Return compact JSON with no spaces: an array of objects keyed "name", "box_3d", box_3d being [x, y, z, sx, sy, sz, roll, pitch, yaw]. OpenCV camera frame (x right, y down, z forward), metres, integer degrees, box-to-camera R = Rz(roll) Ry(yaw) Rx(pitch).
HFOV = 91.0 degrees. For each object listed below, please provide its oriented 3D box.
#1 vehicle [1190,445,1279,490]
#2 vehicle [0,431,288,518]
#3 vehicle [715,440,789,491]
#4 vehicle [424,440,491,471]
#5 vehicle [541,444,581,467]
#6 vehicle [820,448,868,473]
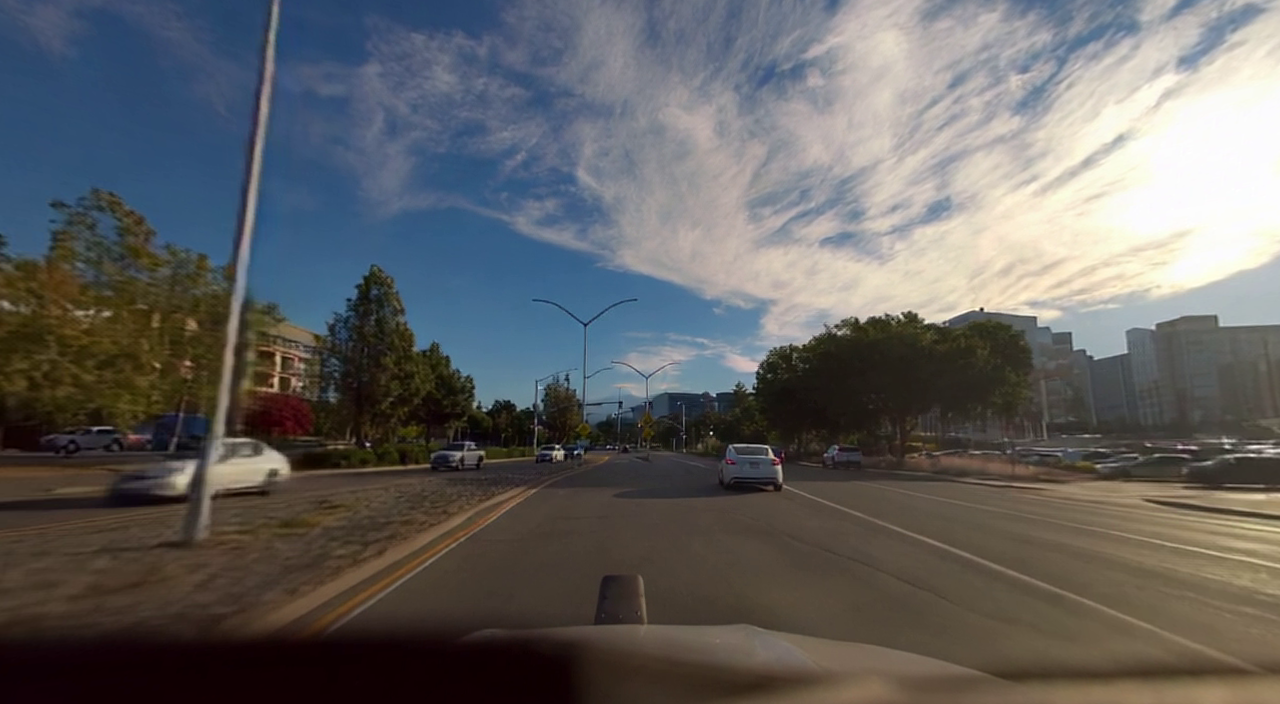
[{"name":"vehicle","box_3d":[27.786,5.165,28.426,4.719,1.851,1.920,2,-8,-14]},{"name":"vehicle","box_3d":[-9.542,2.366,12.663,2.089,1.400,4.467,0,-9,4]},{"name":"vehicle","box_3d":[3.862,3.987,22.496,2.145,1.603,4.369,0,-9,4]},{"name":"vehicle","box_3d":[-10.033,5.726,35.039,1.990,1.581,4.706,0,-9,4]},{"name":"vehicle","box_3d":[-5.783,7.649,46.621,1.873,1.625,4.104,-1,-9,9]},{"name":"vehicle","box_3d":[12.976,6.894,40.273,1.928,1.488,4.361,0,-9,5]}]
